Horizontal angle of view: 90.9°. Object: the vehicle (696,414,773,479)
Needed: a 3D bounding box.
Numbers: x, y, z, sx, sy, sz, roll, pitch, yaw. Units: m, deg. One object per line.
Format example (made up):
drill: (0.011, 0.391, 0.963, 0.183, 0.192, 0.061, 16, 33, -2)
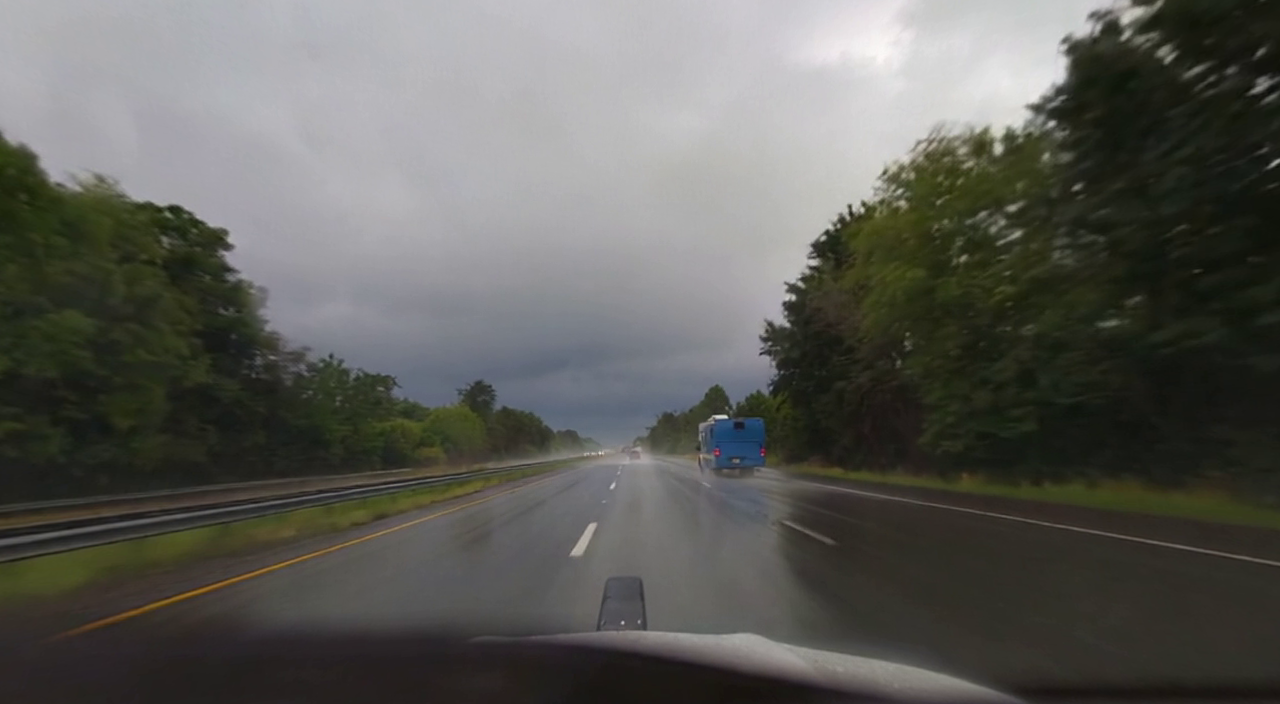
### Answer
vehicle: (4.405, 4.594, 30.576, 2.556, 2.763, 6.287, 0, -9, -2)
